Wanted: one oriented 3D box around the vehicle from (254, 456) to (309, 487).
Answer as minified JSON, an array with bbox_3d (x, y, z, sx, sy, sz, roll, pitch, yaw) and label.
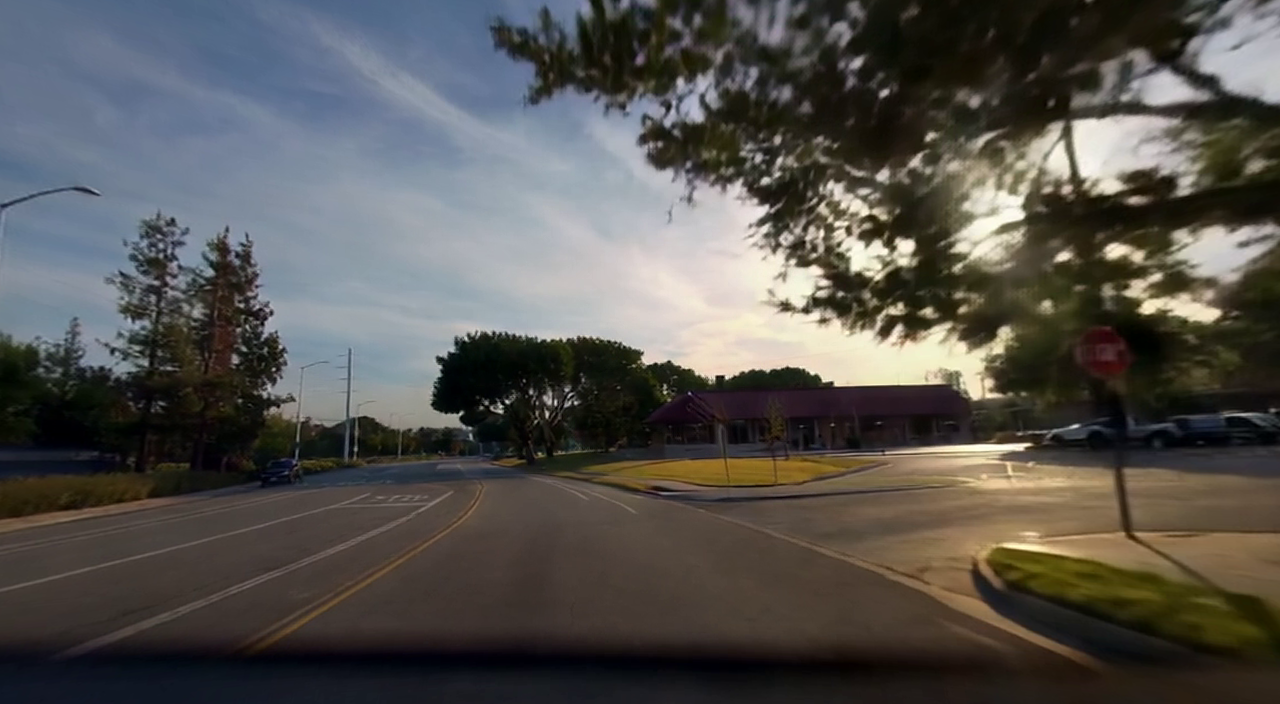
[{"bbox_3d":[-21.678,7.280,38.178,1.952,1.632,4.200,1,-12,-17],"label":"vehicle"}]
